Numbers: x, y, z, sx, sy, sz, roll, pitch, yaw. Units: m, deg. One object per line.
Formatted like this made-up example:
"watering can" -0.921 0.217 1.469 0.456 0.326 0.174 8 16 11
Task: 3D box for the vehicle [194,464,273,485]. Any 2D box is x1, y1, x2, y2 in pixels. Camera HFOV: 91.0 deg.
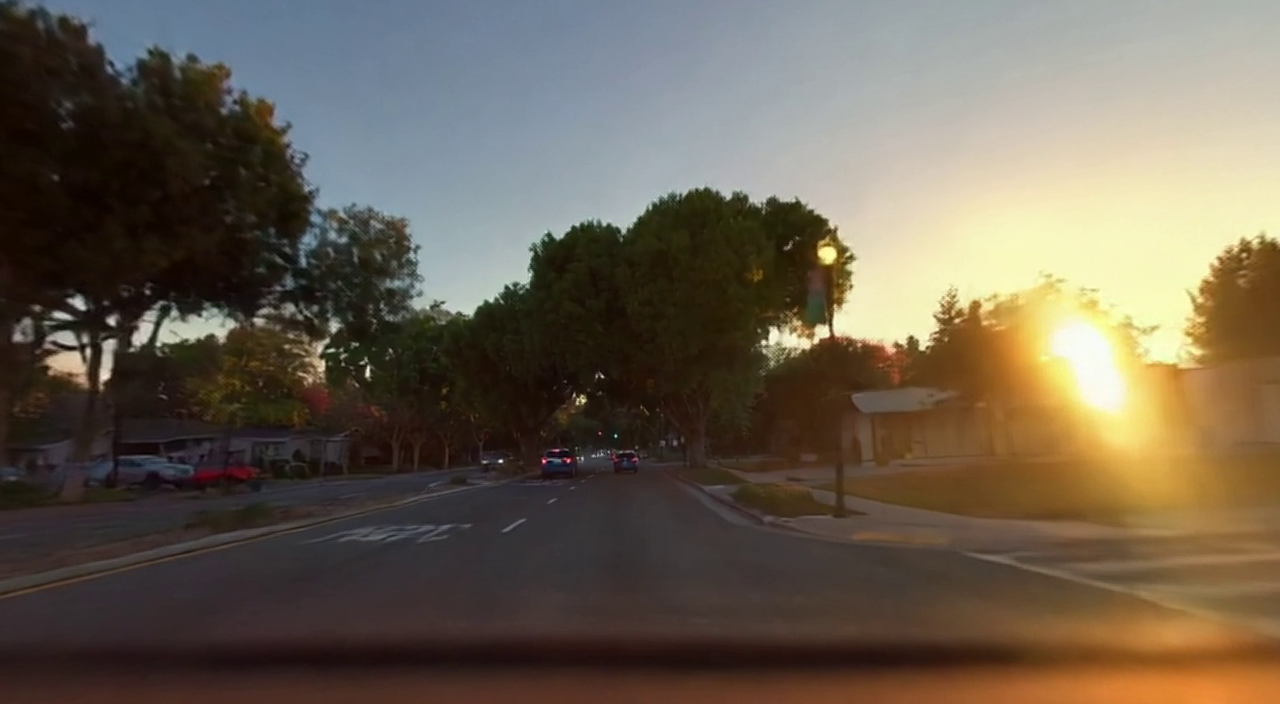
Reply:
"vehicle" -30.116 9.087 46.704 4.605 1.453 1.809 1 -10 0

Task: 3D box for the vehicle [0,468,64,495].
"vehicle" -38.126 7.860 38.063 4.495 1.504 2.023 -2 -10 -2

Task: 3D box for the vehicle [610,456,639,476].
"vehicle" -1.196 8.992 49.942 2.187 1.478 4.138 1 -9 0

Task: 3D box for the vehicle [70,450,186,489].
"vehicle" -30.836 7.103 38.052 4.865 2.217 2.192 1 -9 -3

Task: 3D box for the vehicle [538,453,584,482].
"vehicle" -4.403 6.499 35.620 2.083 1.460 4.527 1 -9 -1
